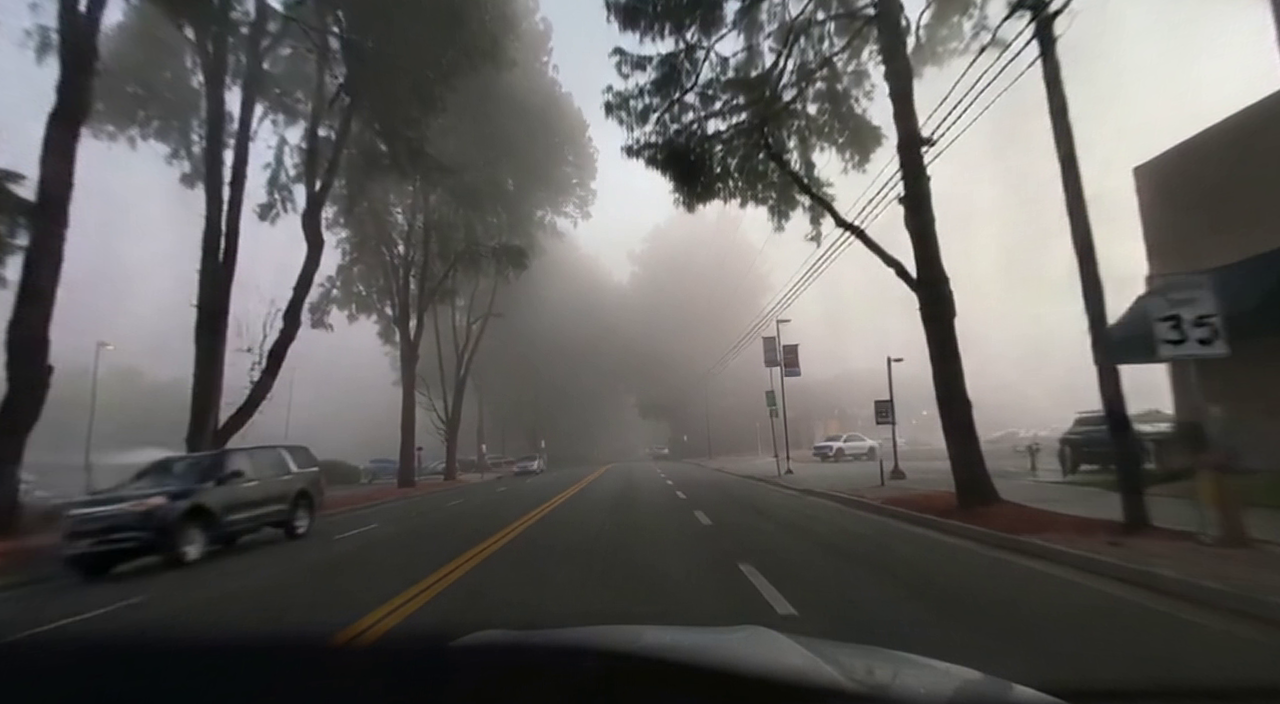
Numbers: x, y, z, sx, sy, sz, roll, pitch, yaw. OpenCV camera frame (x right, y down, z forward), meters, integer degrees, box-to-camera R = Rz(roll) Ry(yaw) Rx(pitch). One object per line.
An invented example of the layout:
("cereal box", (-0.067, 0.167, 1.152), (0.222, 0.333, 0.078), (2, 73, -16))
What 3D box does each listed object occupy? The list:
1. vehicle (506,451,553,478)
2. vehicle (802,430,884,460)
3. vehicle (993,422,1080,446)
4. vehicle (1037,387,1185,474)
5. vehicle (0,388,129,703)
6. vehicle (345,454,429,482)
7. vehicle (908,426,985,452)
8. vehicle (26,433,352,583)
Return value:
("vehicle", (-6.649, 6.789, 38.383), (1.962, 1.478, 4.639), (-1, -9, 1))
("vehicle", (11.028, 5.028, 34.182), (4.587, 1.504, 1.928), (6, -11, -39))
("vehicle", (25.888, 5.420, 41.310), (4.413, 1.435, 1.765), (-9, -12, 44))
("vehicle", (11.378, 1.922, 15.089), (2.124, 1.711, 5.059), (-8, -12, 42))
("vehicle", (-4.069, 0.811, 1.306), (2.103, 1.750, 4.660), (0, -9, 0))
("vehicle", (-16.554, 7.614, 41.520), (4.650, 1.700, 1.915), (0, -9, -1))
("vehicle", (21.795, 6.219, 45.060), (4.442, 1.451, 1.945), (-12, -12, 42))
("vehicle", (-6.955, 2.388, 10.631), (2.027, 1.909, 4.696), (0, -9, -1))
